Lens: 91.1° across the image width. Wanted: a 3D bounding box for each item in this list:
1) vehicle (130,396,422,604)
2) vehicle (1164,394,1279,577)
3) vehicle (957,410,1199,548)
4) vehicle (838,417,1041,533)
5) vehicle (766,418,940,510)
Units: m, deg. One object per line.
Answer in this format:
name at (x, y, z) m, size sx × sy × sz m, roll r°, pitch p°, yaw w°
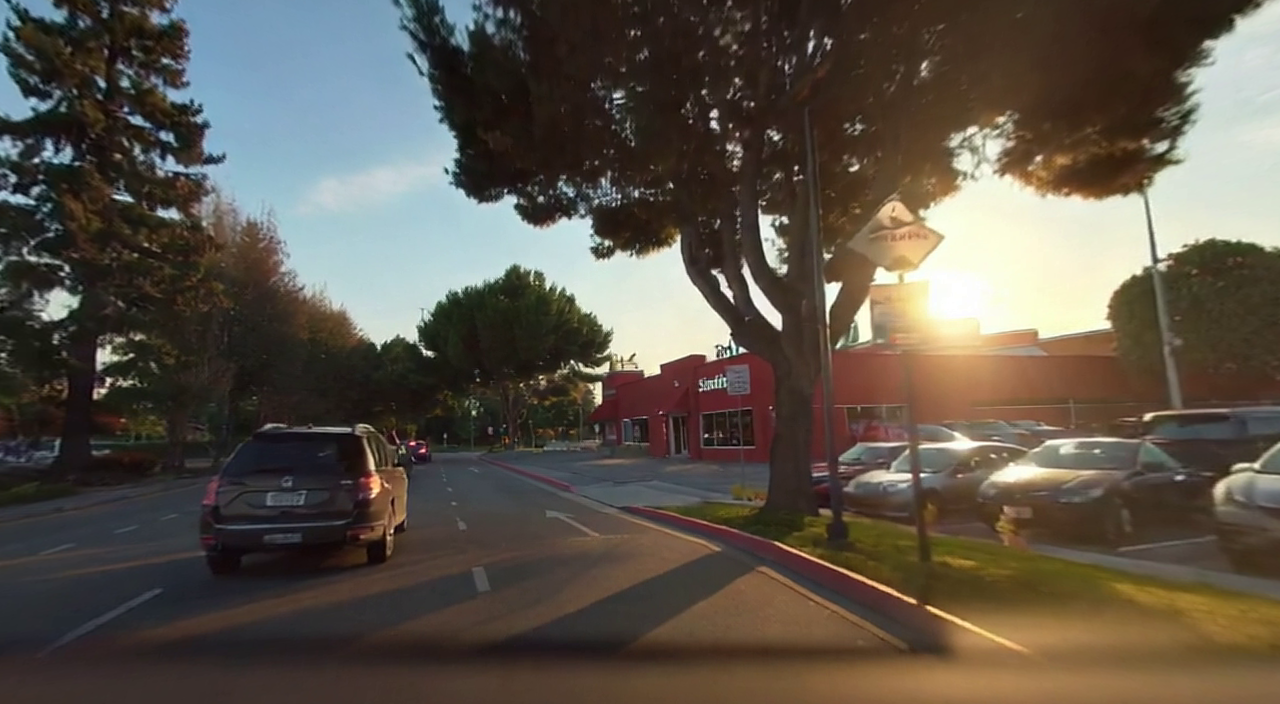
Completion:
vehicle at (-3.926, 1.573, 7.719) m, size 2.065 × 1.773 × 4.128 m, roll 2°, pitch -8°, yaw -16°
vehicle at (6.586, 1.189, 6.023) m, size 3.543 × 1.440 × 1.911 m, roll 7°, pitch -11°, yaw -44°
vehicle at (6.108, 1.604, 8.642) m, size 3.577 × 1.455 × 1.925 m, roll 7°, pitch -11°, yaw -43°
vehicle at (5.257, 1.994, 10.860) m, size 3.556 × 1.441 × 1.935 m, roll 2°, pitch -9°, yaw -45°
vehicle at (4.671, 2.340, 13.648) m, size 3.575 × 1.473 × 1.785 m, roll 0°, pitch -8°, yaw -39°
